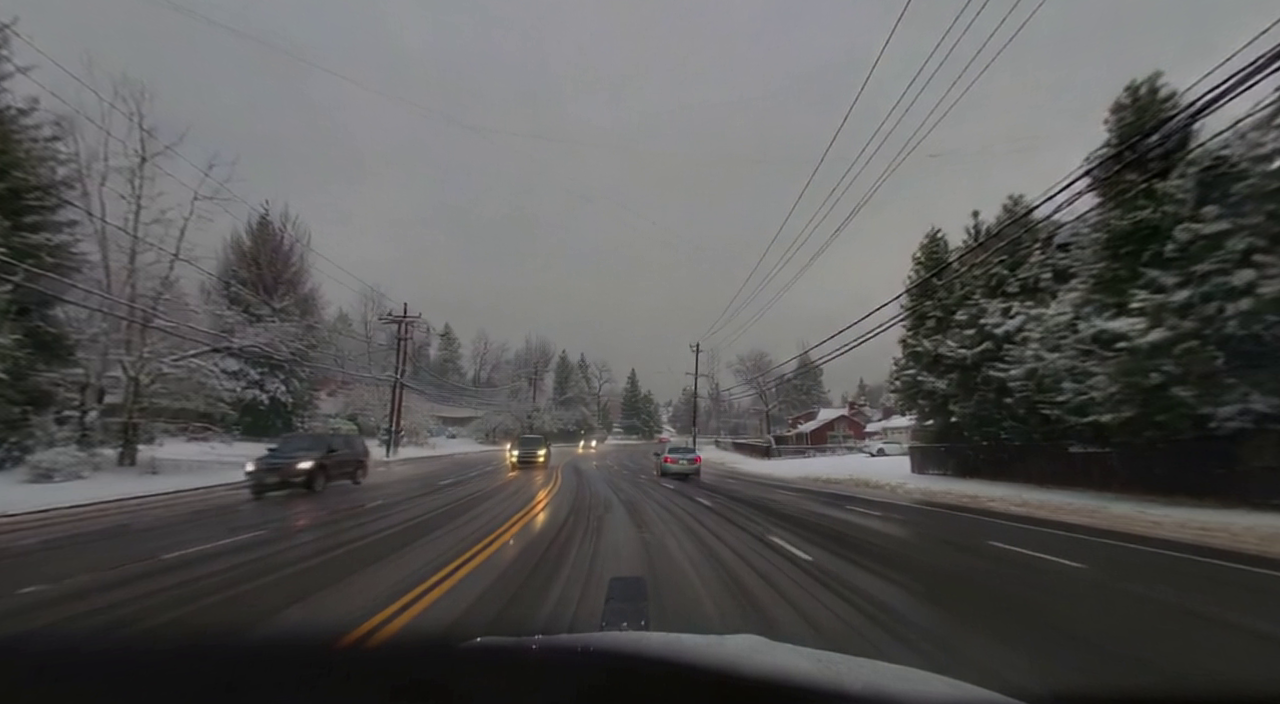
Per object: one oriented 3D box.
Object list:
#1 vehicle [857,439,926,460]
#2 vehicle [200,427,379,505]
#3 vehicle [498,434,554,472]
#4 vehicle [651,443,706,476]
[{"bbox_3d":[19.088,7.387,47.945,4.444,1.479,1.913,1,-7,-7],"label":"vehicle"},{"bbox_3d":[-8.533,2.813,15.919,2.169,1.656,4.378,0,-9,-3],"label":"vehicle"},{"bbox_3d":[-5.624,5.055,31.716,2.205,1.769,4.589,0,-9,-3],"label":"vehicle"},{"bbox_3d":[1.752,5.108,30.264,1.982,1.451,4.152,1,-9,-6],"label":"vehicle"}]
